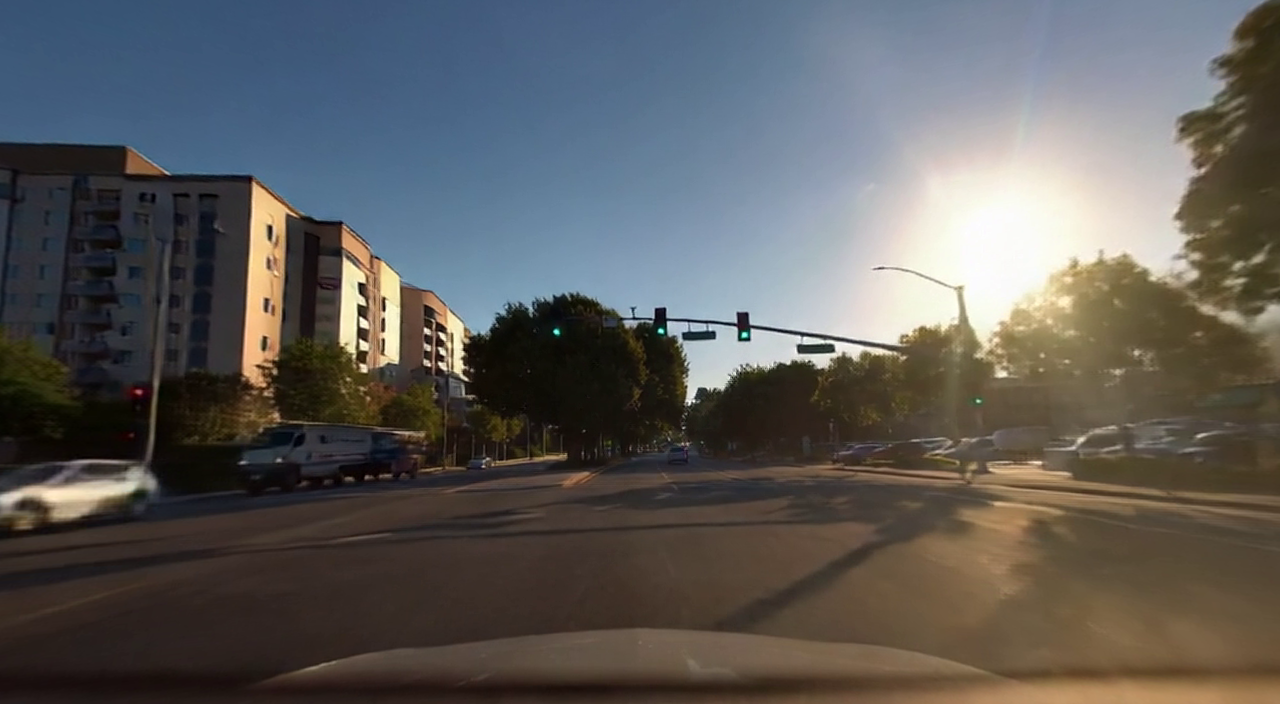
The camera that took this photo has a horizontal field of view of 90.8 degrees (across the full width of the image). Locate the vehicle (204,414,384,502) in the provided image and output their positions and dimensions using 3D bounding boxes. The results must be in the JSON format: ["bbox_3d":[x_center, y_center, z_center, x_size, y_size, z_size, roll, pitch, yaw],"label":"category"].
[{"bbox_3d":[-15.696,4.958,29.990,3.028,3.424,9.908,0,-9,-1],"label":"vehicle"}]

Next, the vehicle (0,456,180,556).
[{"bbox_3d":[-12.302,3.048,13.153,2.030,1.702,4.488,0,-9,0],"label":"vehicle"}]
